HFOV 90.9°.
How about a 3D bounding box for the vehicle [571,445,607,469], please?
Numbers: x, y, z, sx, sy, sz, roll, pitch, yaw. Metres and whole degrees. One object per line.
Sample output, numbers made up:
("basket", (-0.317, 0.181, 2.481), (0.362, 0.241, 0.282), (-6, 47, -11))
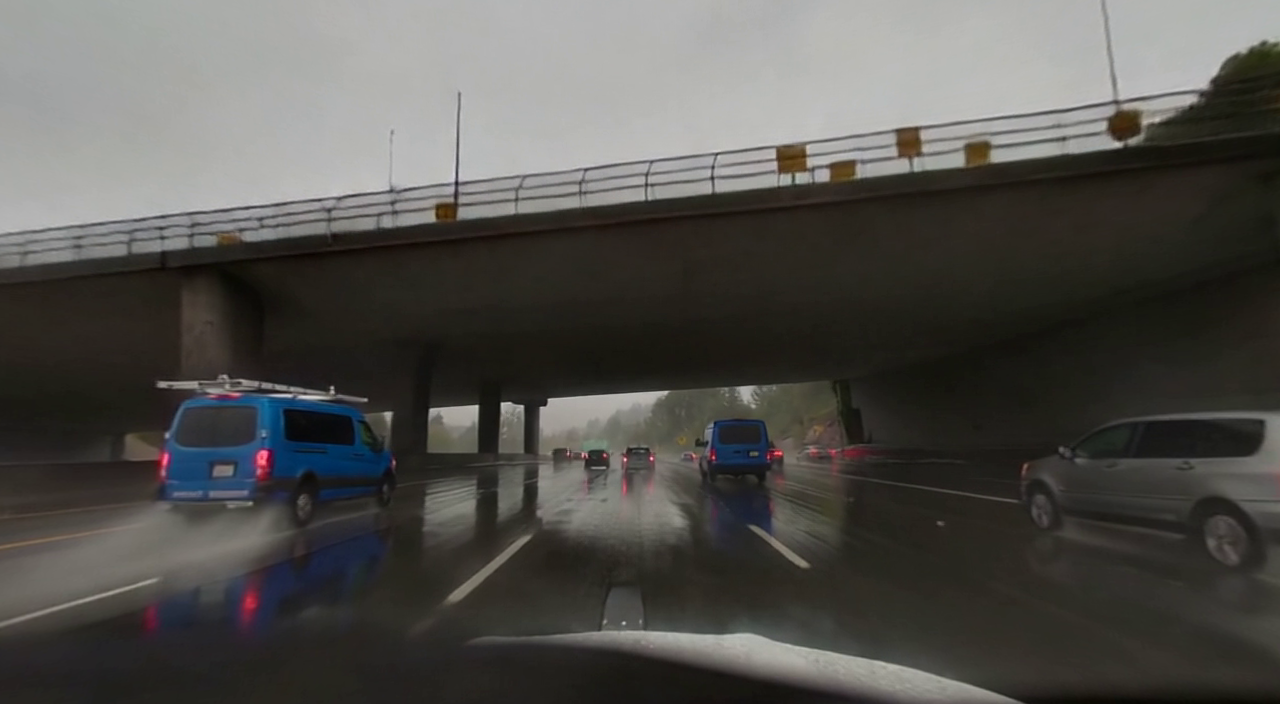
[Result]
("vehicle", (-3.352, 6.989, 42.203), (1.970, 1.483, 4.071), (0, -9, 1))

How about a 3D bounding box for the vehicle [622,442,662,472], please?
("vehicle", (0.107, 5.965, 36.072), (2.115, 1.617, 4.102), (0, -9, 0))

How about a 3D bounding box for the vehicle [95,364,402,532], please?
("vehicle", (-7.589, 2.029, 13.534), (2.336, 2.708, 6.421), (0, -9, 1))

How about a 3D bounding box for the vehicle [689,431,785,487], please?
("vehicle", (3.571, 4.127, 24.643), (2.777, 1.895, 5.710), (0, -9, -1))

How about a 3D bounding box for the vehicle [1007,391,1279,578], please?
("vehicle", (7.509, 1.571, 7.958), (2.304, 1.840, 5.706), (0, -9, 0))
